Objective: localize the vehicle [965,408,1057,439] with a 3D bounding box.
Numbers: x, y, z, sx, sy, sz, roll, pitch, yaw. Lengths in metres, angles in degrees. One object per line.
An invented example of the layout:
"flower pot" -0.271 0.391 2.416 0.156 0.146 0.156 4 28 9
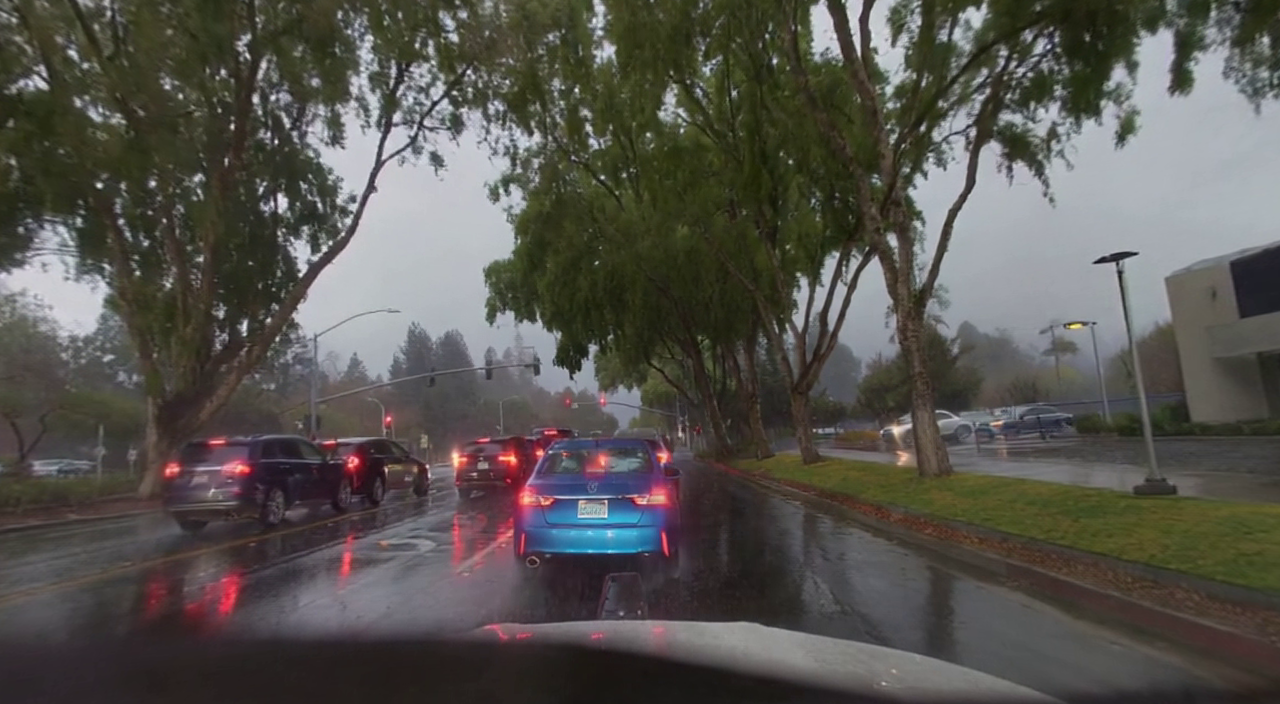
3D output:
"vehicle" 26.583 5.151 45.358 5.333 1.880 2.130 -8 -10 35

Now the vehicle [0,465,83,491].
"vehicle" -36.626 7.602 38.170 4.093 1.440 1.804 0 -9 -1

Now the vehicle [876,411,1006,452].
"vehicle" 13.921 3.738 29.438 4.975 1.809 1.956 0 -9 1

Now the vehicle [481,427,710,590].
"vehicle" -0.410 1.744 7.849 2.104 1.472 3.946 0 -9 0

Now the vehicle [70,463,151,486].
"vehicle" -36.383 8.414 43.488 3.918 1.423 1.861 0 -9 1

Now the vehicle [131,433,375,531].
"vehicle" -7.270 2.463 12.560 2.096 1.593 4.288 0 -9 0
